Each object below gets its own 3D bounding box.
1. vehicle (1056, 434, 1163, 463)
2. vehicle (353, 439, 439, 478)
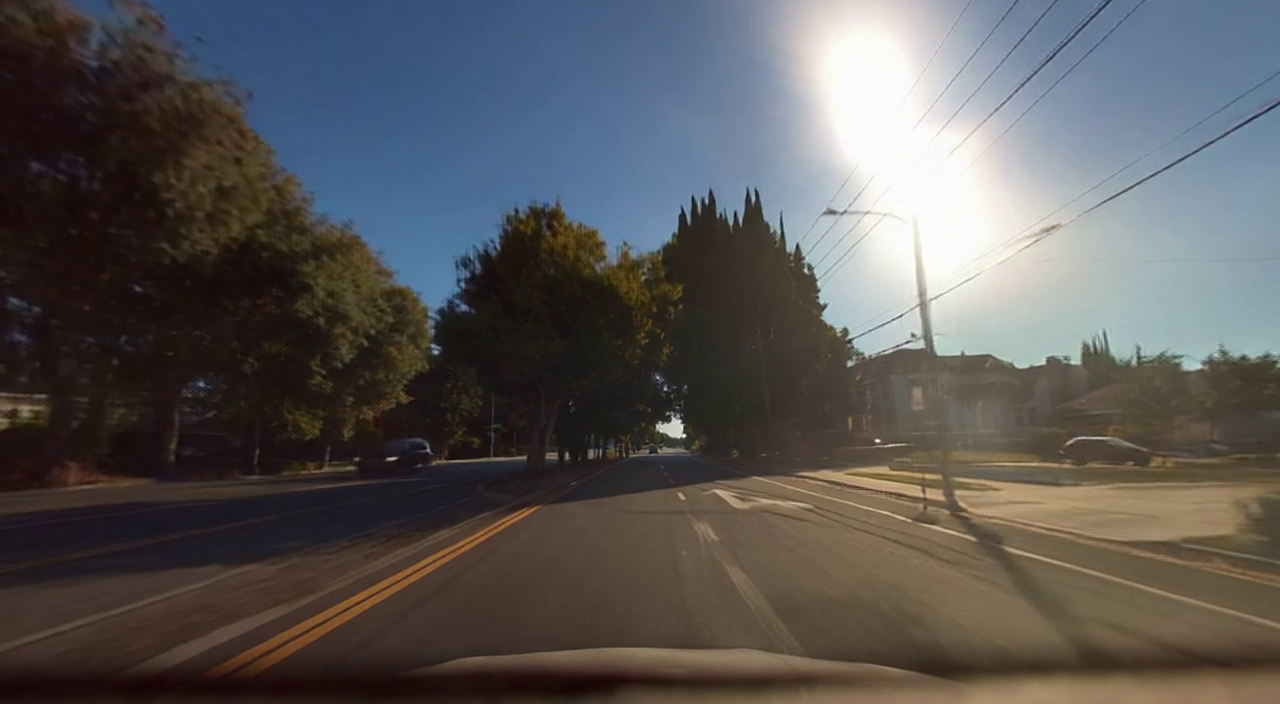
[{"bbox_3d":[26.584,5.448,35.859,4.580,1.598,2.010,1,-8,-5],"label":"vehicle"},{"bbox_3d":[-12.217,5.356,32.072,2.134,1.782,4.916,-1,-8,4],"label":"vehicle"}]
